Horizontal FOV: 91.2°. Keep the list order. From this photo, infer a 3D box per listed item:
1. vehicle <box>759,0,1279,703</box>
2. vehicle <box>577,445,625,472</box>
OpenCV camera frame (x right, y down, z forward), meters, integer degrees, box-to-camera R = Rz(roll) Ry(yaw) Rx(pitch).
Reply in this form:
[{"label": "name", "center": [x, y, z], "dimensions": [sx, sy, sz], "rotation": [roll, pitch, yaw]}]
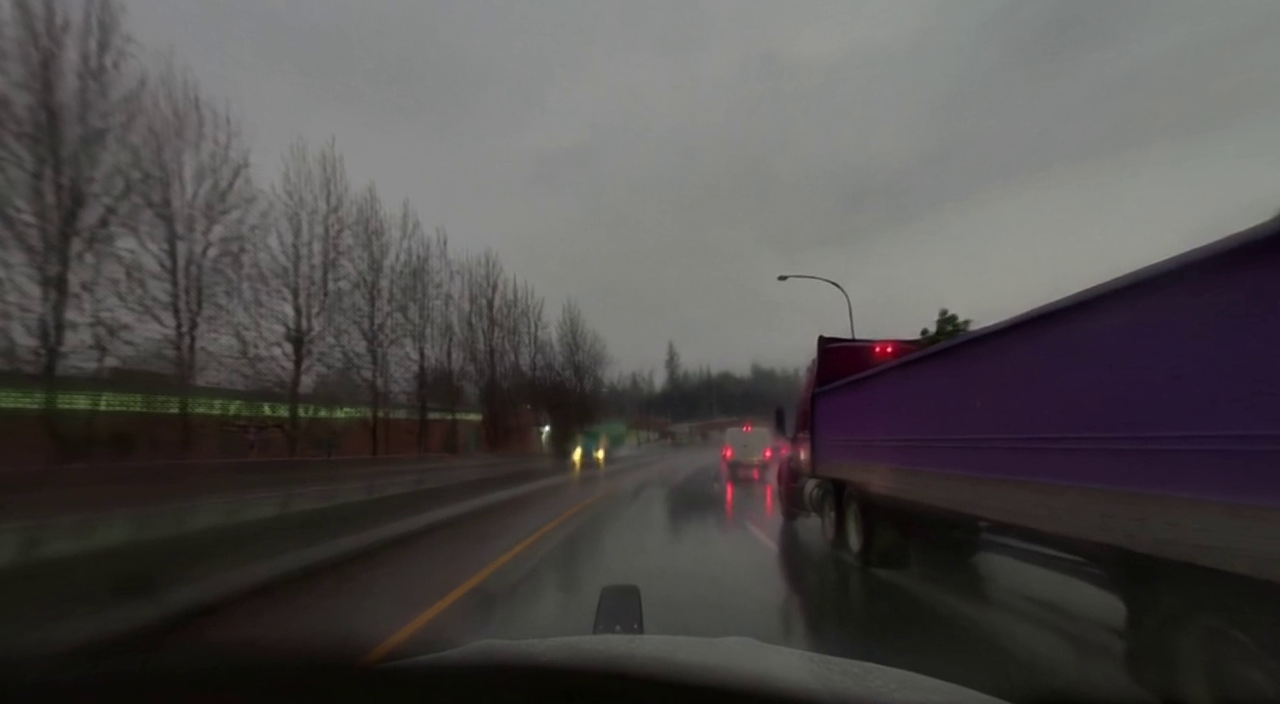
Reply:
[{"label": "vehicle", "center": [4.079, 1.002, 7.171], "dimensions": [2.916, 3.563, 14.462], "rotation": [0, -9, 1]}, {"label": "vehicle", "center": [-2.350, 6.566, 38.892], "dimensions": [2.054, 1.525, 4.441], "rotation": [-1, -9, 8]}]
